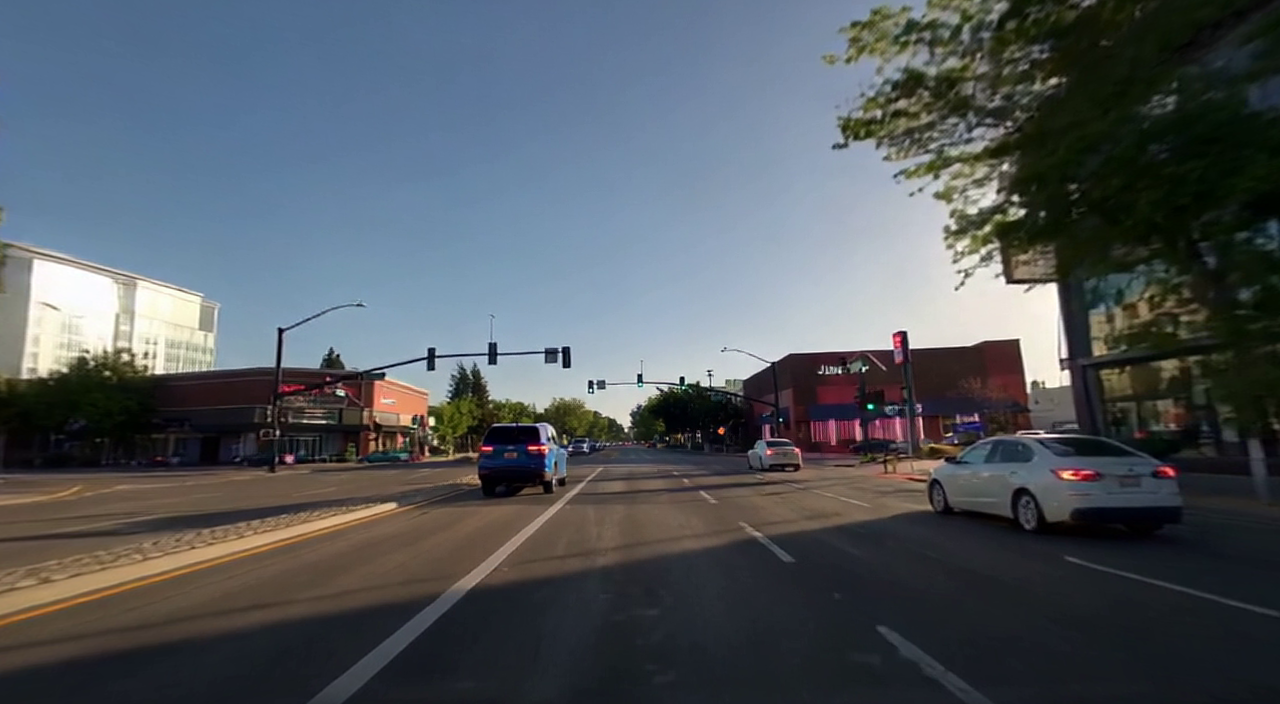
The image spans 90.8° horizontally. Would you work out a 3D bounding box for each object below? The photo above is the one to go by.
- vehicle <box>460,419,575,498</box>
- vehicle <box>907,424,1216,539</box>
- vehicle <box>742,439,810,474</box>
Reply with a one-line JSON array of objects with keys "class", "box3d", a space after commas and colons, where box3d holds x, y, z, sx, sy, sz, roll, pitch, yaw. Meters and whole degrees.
[{"class": "vehicle", "box3d": [-3.221, 2.946, 17.862, 2.313, 1.883, 5.016, 0, -8, -1]}, {"class": "vehicle", "box3d": [6.761, 2.121, 11.045, 2.014, 1.539, 4.852, 0, -8, -1]}, {"class": "vehicle", "box3d": [6.208, 4.824, 29.383, 1.972, 1.476, 4.775, 0, -8, -2]}]
